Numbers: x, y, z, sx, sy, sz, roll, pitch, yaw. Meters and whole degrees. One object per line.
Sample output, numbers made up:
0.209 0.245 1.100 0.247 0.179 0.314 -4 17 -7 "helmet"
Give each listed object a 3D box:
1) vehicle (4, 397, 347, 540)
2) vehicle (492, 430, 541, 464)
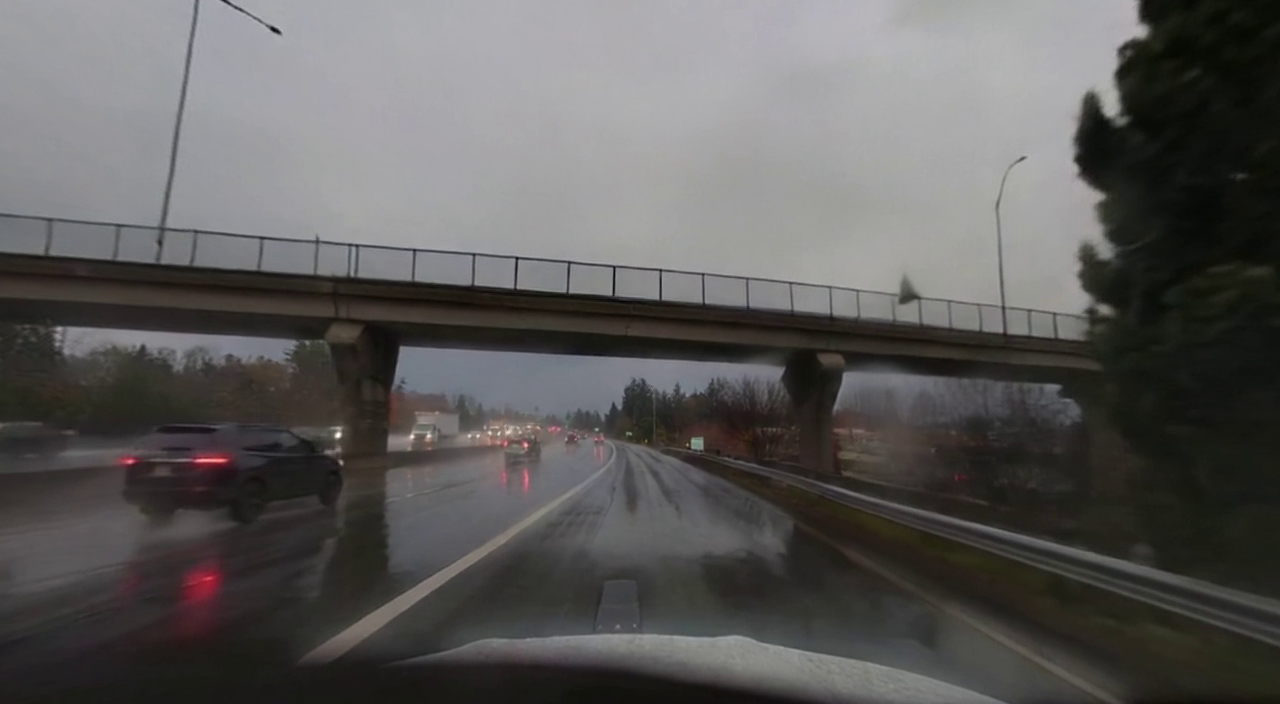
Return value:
-7.355 1.886 10.867 2.188 1.896 4.810 0 -8 1 "vehicle"
-7.319 5.666 37.657 1.956 1.888 4.512 0 -8 1 "vehicle"
